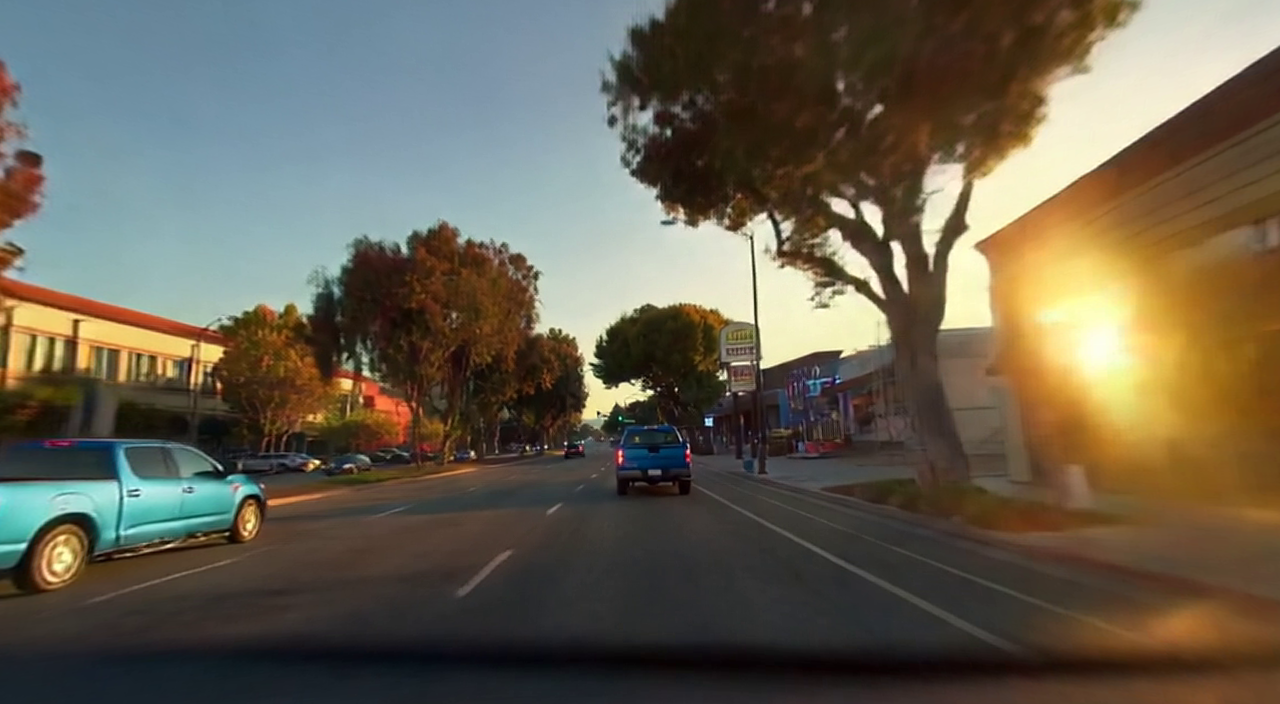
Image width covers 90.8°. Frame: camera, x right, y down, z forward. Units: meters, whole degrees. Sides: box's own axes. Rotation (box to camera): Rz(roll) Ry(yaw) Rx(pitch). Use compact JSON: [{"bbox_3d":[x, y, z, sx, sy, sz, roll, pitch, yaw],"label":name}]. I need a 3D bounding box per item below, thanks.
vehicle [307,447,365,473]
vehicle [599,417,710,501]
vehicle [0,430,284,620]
[{"bbox_3d":[-22.122,7.838,46.159,1.978,1.730,4.330,-1,-8,1],"label":"vehicle"},{"bbox_3d":[0.213,2.914,17.670,2.590,1.932,5.776,0,-8,-3],"label":"vehicle"},{"bbox_3d":[-5.827,1.549,6.374,1.888,1.424,4.553,0,-8,-1],"label":"vehicle"}]
